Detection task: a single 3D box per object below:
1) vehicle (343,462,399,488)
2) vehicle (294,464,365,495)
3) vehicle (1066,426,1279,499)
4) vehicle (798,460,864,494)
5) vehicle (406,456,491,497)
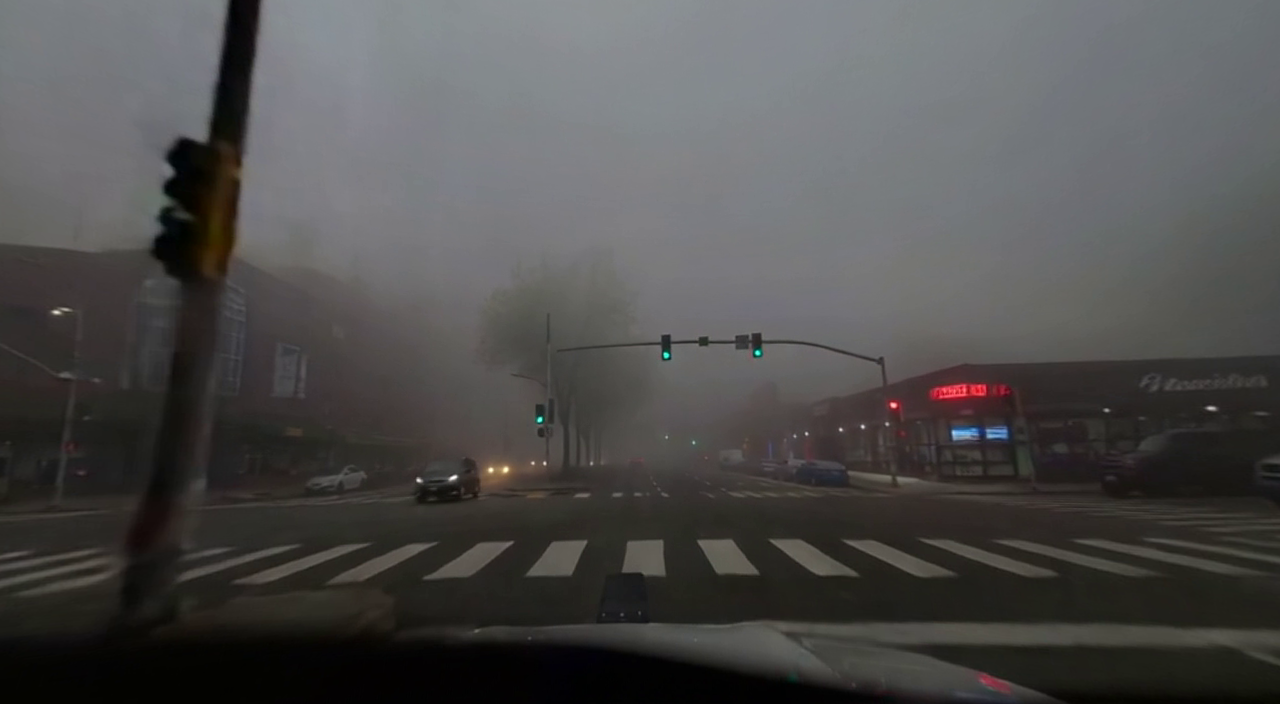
[{"bbox_3d":[-18.214,8.334,42.957,1.756,1.525,4.355,-1,-8,2],"label":"vehicle"},{"bbox_3d":[-18.146,7.455,37.210,1.858,1.493,4.721,0,-8,-1],"label":"vehicle"},{"bbox_3d":[17.265,3.443,19.842,5.748,2.090,2.506,-1,-8,5],"label":"vehicle"},{"bbox_3d":[9.649,6.324,32.339,1.948,1.483,4.645,0,-8,0],"label":"vehicle"},{"bbox_3d":[-8.148,5.314,27.333,2.225,1.532,4.486,0,-8,1],"label":"vehicle"}]
